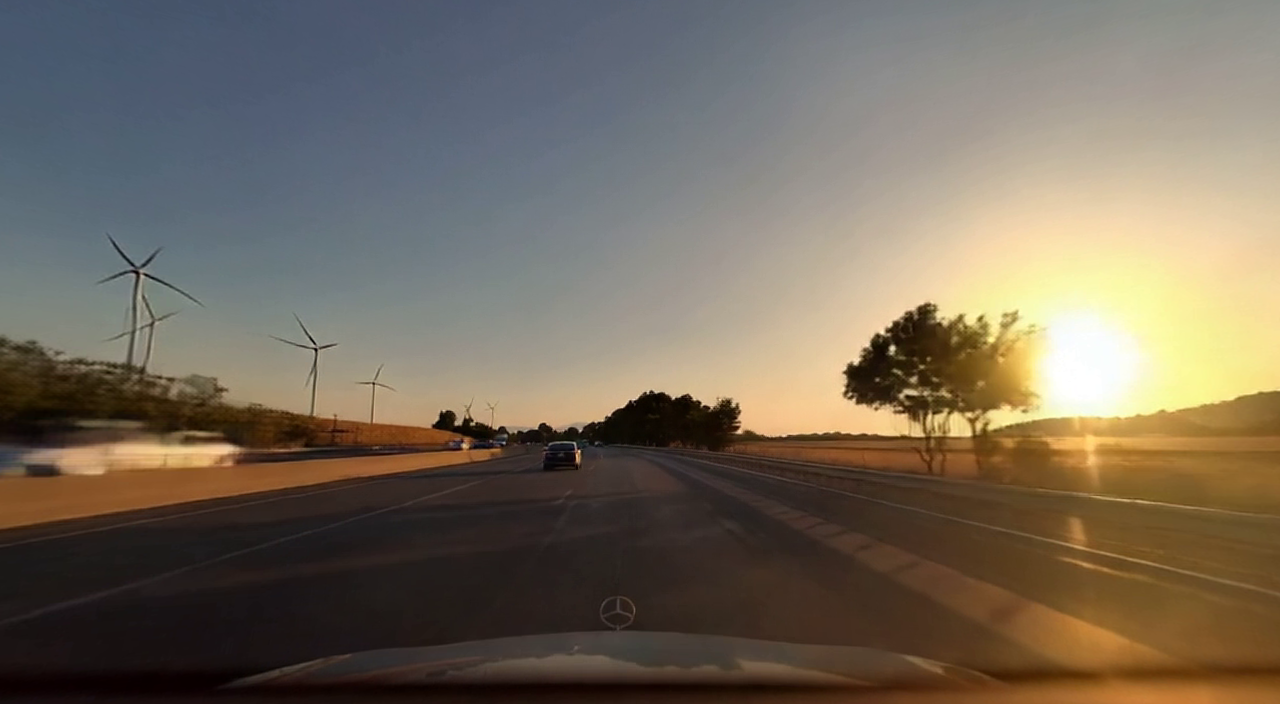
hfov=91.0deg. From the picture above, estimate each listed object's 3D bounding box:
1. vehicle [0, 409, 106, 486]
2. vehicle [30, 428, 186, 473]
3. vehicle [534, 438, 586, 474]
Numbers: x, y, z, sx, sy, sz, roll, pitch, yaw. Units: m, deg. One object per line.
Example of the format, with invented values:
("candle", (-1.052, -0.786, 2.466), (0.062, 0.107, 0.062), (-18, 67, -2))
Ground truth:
("vehicle", (-15.369, 2.205, 14.485), (2.223, 1.682, 4.489), (0, -8, -1))
("vehicle", (-19.203, 3.567, 23.076), (1.788, 1.453, 4.611), (0, -8, -2))
("vehicle", (-3.767, 4.952, 30.293), (2.053, 1.549, 4.097), (0, -8, -2))
